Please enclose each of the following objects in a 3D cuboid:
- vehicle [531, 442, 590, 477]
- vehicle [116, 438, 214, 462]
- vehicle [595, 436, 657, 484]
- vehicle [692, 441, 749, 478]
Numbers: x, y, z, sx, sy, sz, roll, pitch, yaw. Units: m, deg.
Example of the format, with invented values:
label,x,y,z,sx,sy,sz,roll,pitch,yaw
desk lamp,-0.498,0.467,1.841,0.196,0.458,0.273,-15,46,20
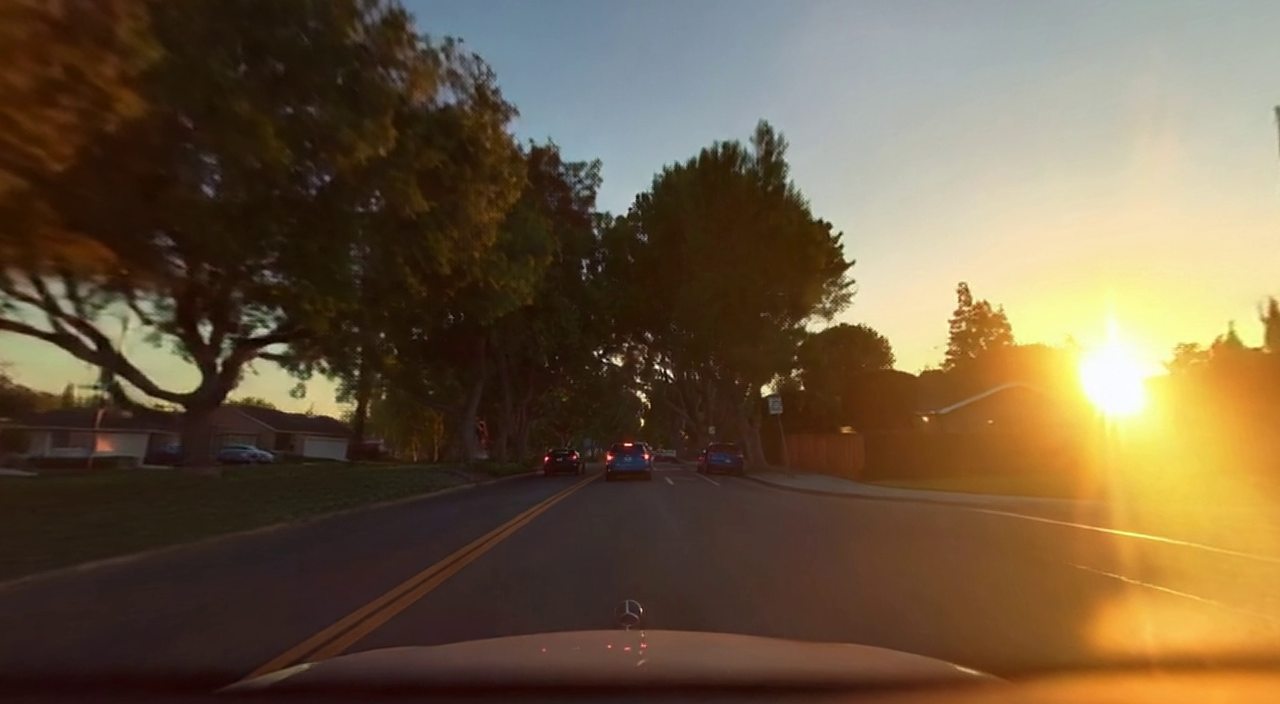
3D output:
label,x,y,z,sx,sy,sz,roll,pitch,yaw
vehicle,-3.531,4.872,28.705,2.032,1.433,4.458,0,-8,1
vehicle,-32.232,6.666,42.704,4.891,1.538,2.059,0,-9,0
vehicle,-0.487,4.211,24.793,2.220,1.742,4.047,0,-8,0
vehicle,4.002,5.440,32.084,2.332,1.769,4.518,0,-8,0
